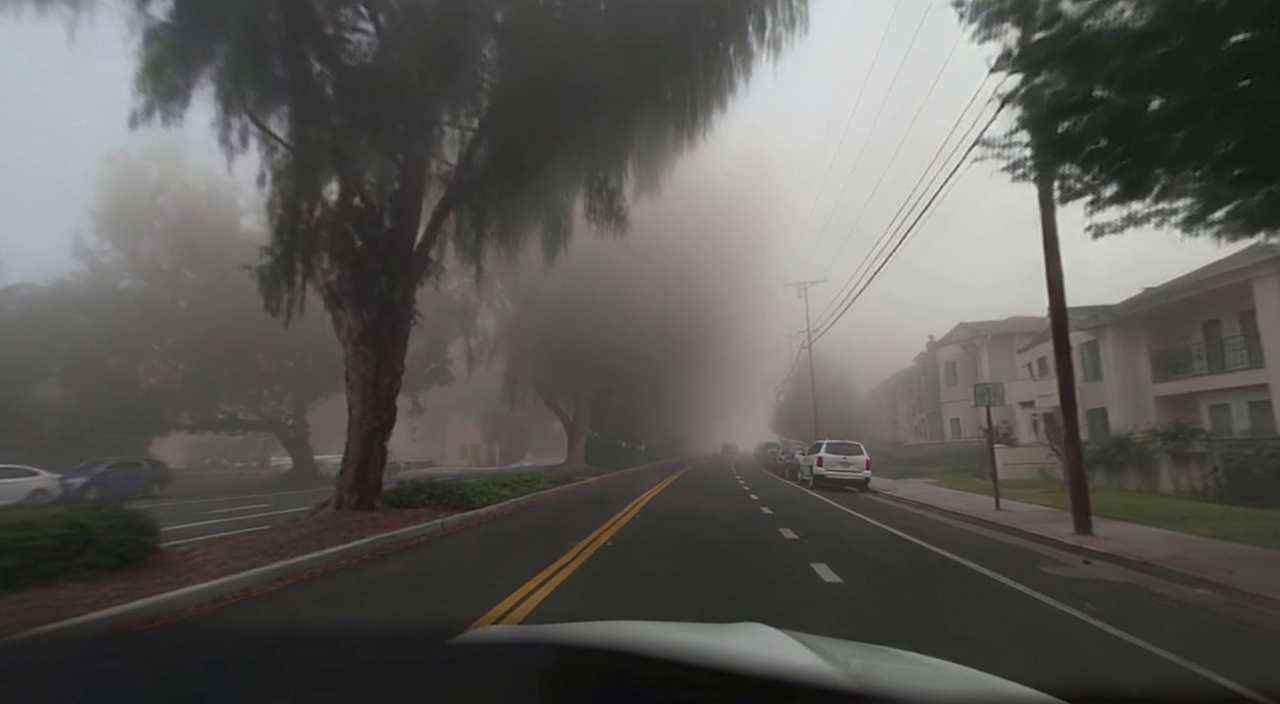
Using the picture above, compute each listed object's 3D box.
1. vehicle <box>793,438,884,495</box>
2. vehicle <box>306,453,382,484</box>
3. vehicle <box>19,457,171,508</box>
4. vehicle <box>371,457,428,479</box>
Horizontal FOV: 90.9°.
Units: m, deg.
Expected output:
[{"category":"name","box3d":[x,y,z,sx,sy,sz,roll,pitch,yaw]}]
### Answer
[{"category":"vehicle","box3d":[6.317,3.667,20.535,2.011,1.649,4.001,-1,-9,6]},{"category":"vehicle","box3d":[-19.338,7.615,41.469,2.060,1.814,5.097,-1,-9,7]},{"category":"vehicle","box3d":[-21.477,5.107,25.117,1.886,1.777,4.273,-1,-9,7]},{"category":"vehicle","box3d":[-18.125,8.752,47.757,1.909,1.451,4.757,-2,-9,9]}]
